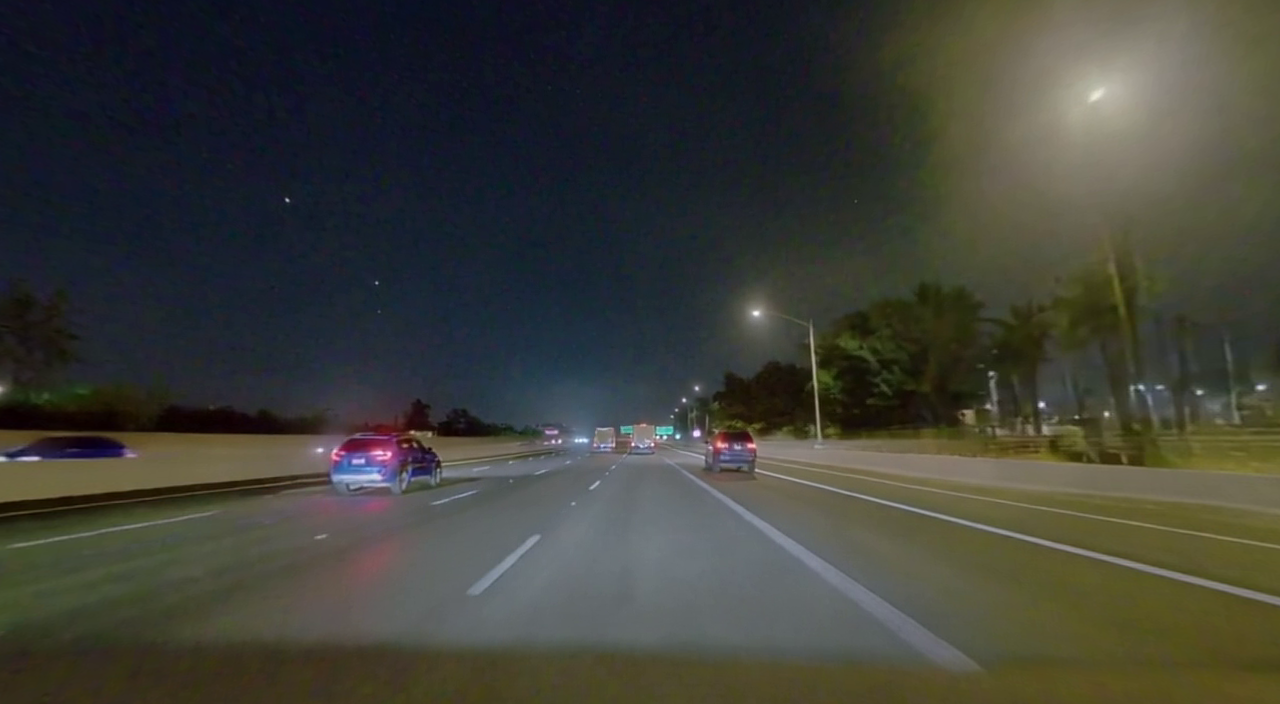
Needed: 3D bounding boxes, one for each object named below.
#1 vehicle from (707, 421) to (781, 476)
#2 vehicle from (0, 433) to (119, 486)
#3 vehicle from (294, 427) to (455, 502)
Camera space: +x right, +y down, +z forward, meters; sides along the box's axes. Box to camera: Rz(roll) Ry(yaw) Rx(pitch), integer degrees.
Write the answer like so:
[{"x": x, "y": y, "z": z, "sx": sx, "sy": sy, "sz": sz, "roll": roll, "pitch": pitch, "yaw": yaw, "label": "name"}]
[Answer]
[{"x": 4.424, "y": 4.225, "z": 27.772, "sx": 2.408, "sy": 2.210, "sz": 4.999, "roll": 0, "pitch": -8, "yaw": 0, "label": "vehicle"}, {"x": -20.706, "y": 3.626, "z": 21.583, "sx": 1.994, "sy": 1.618, "sz": 4.288, "roll": 0, "pitch": -8, "yaw": 1, "label": "vehicle"}, {"x": -7.071, "y": 3.036, "z": 17.540, "sx": 2.289, "sy": 1.774, "sz": 4.871, "roll": 0, "pitch": -8, "yaw": 1, "label": "vehicle"}]
